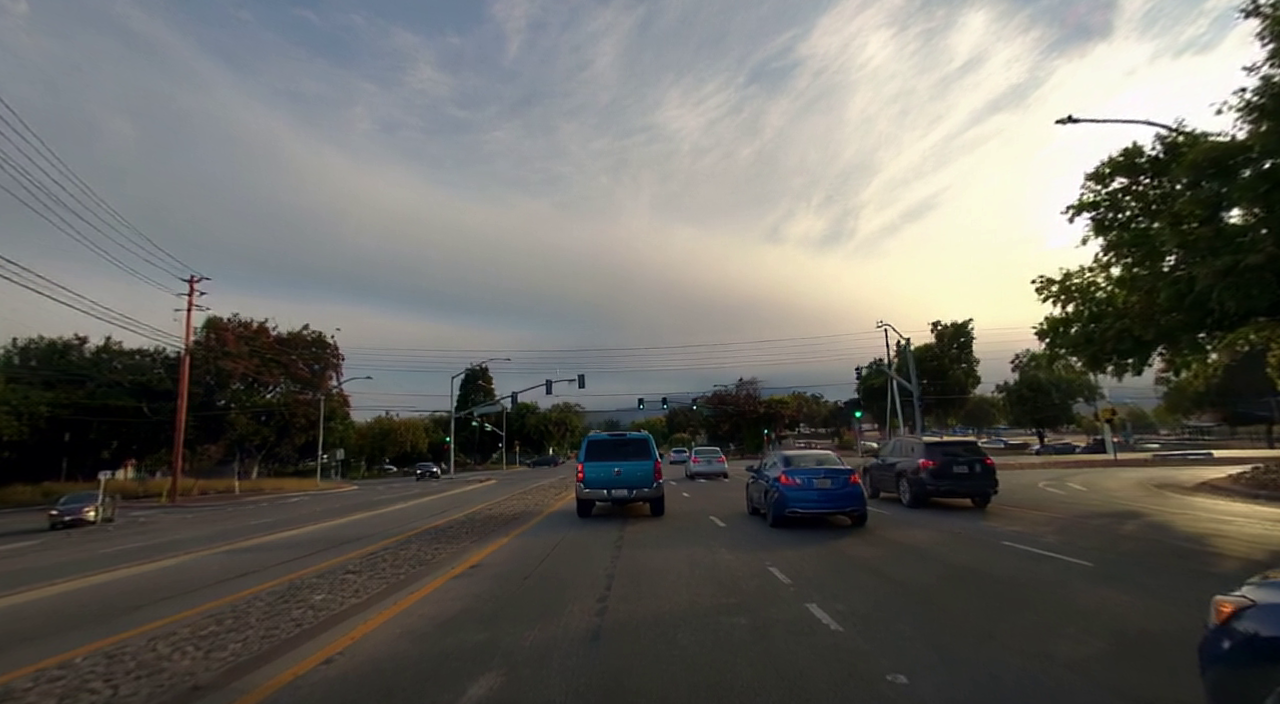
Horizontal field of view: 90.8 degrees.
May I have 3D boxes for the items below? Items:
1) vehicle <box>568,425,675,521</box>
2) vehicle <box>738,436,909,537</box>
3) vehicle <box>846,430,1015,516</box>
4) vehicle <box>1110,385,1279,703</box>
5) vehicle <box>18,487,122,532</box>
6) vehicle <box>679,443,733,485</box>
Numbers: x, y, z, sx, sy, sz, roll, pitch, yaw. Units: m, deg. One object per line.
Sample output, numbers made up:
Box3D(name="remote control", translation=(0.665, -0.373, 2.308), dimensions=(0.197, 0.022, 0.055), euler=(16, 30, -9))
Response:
Box3D(name="vehicle", translation=(-0.453, 2.866, 15.445), dimensions=(2.231, 1.998, 4.254), euler=(0, -9, -2))
Box3D(name="vehicle", translation=(3.274, 2.478, 12.332), dimensions=(1.880, 1.579, 4.401), euler=(0, -9, -2))
Box3D(name="vehicle", translation=(6.746, 2.849, 15.329), dimensions=(1.929, 1.753, 4.396), euler=(0, -9, -1))
Box3D(name="vehicle", translation=(3.260, 0.663, 0.837), dimensions=(1.889, 1.517, 4.308), euler=(0, -9, -1))
Box3D(name="vehicle", translation=(-26.810, 7.405, 29.714), dimensions=(4.526, 1.715, 1.989), euler=(-10, -13, 26))
Box3D(name="vehicle", translation=(2.904, 5.032, 28.642), dimensions=(1.915, 1.765, 4.047), euler=(0, -9, -2))
